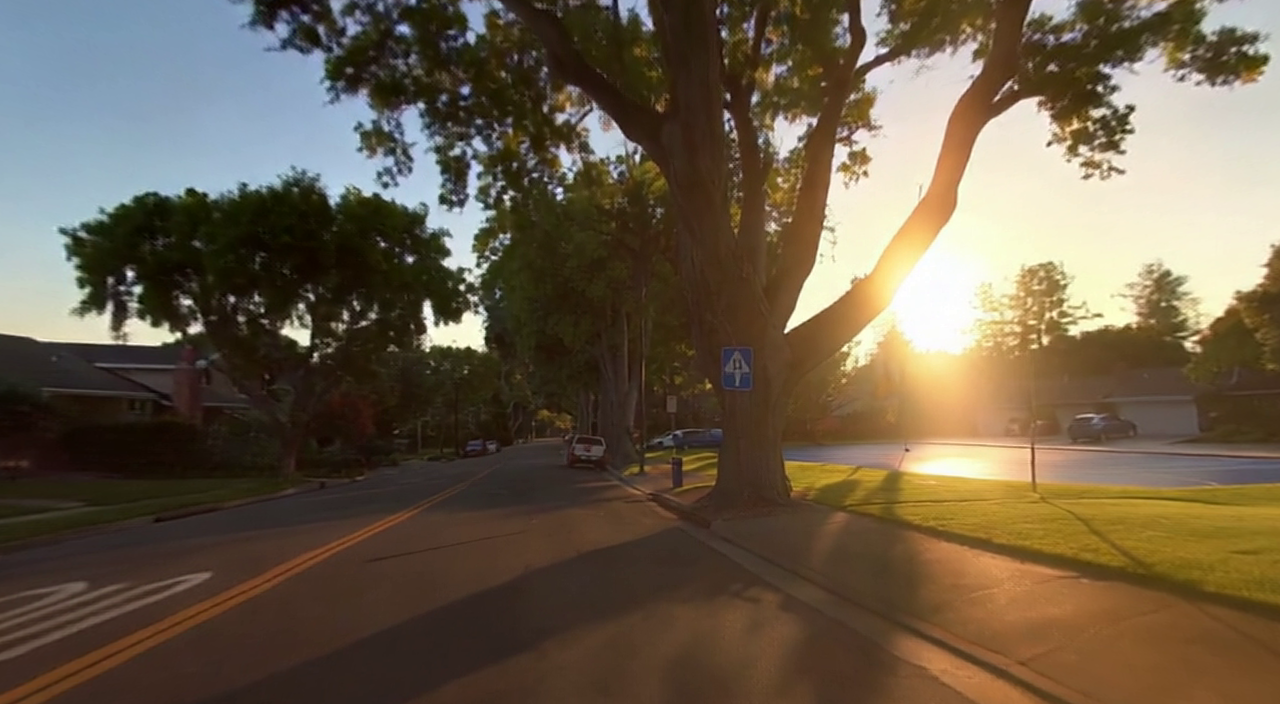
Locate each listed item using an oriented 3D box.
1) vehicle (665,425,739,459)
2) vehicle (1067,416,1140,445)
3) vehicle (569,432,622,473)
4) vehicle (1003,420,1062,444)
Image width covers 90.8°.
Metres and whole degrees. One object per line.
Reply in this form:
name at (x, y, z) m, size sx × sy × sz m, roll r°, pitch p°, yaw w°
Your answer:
vehicle at (3.918, 5.623, 39.684) m, size 4.390 × 1.696 × 1.954 m, roll 0°, pitch -6°, yaw -39°
vehicle at (28.557, 4.877, 38.900) m, size 4.481 × 1.634 × 1.973 m, roll 6°, pitch -10°, yaw -32°
vehicle at (-2.172, 4.742, 29.983) m, size 2.204 × 1.776 × 4.262 m, roll 1°, pitch -9°, yaw -8°
vehicle at (28.029, 5.756, 45.072) m, size 4.245 × 1.601 × 1.912 m, roll 6°, pitch -10°, yaw -34°
